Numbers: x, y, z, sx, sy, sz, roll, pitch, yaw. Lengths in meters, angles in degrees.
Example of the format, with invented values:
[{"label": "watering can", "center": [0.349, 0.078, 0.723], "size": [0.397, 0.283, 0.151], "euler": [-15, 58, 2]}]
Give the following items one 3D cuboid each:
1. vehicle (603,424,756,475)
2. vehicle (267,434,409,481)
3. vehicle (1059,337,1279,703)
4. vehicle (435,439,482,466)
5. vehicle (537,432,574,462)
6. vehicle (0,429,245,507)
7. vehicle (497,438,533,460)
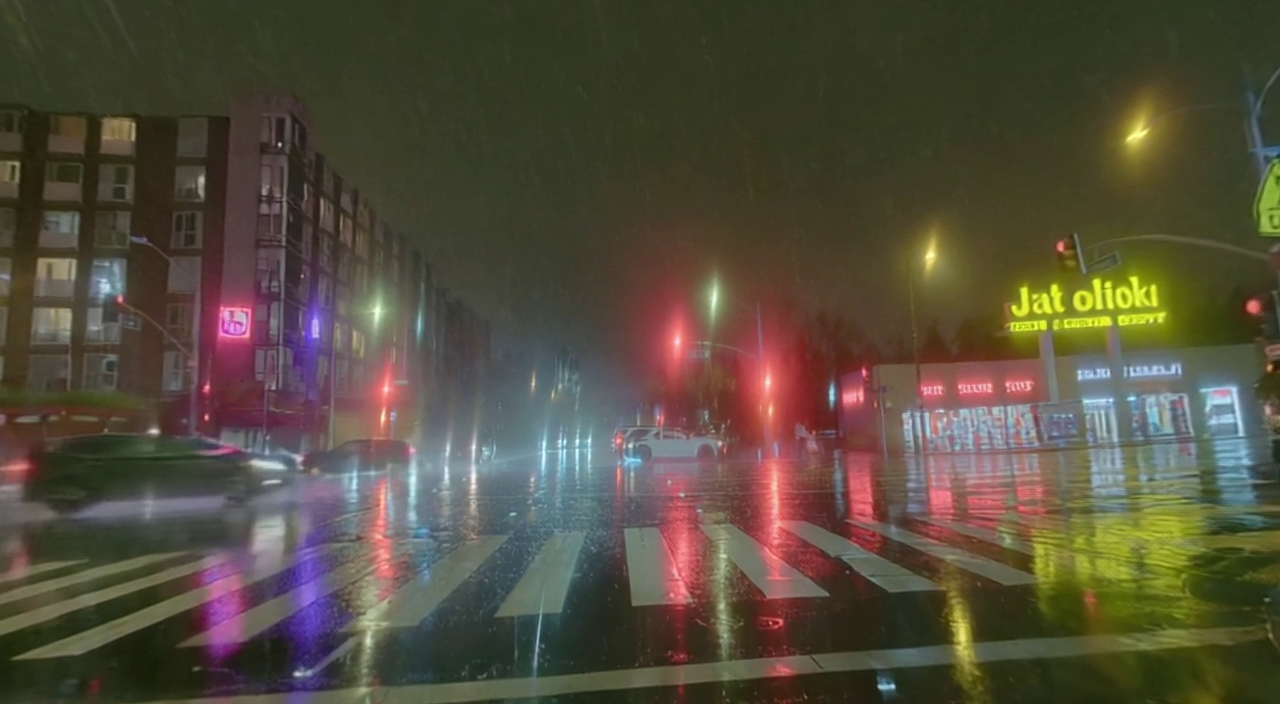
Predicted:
[{"label": "vehicle", "center": [1.199, 3.111, 20.302], "size": [4.612, 1.521, 1.811], "euler": [1, -9, -9]}, {"label": "vehicle", "center": [-11.534, 4.038, 24.427], "size": [4.513, 1.682, 1.810], "euler": [1, -9, -8]}, {"label": "vehicle", "center": [3.030, 0.607, 0.869], "size": [1.866, 1.654, 4.354], "euler": [0, -8, 0]}, {"label": "vehicle", "center": [-10.936, 6.079, 38.301], "size": [1.885, 1.545, 4.124], "euler": [0, -8, -5]}, {"label": "vehicle", "center": [-5.086, 5.801, 38.628], "size": [1.976, 1.683, 4.117], "euler": [0, -8, -4]}, {"label": "vehicle", "center": [-12.467, 2.746, 15.279], "size": [4.446, 1.714, 1.830], "euler": [1, -8, -7]}, {"label": "vehicle", "center": [-8.585, 6.694, 43.670], "size": [1.906, 1.402, 4.904], "euler": [0, -8, -5]}]
